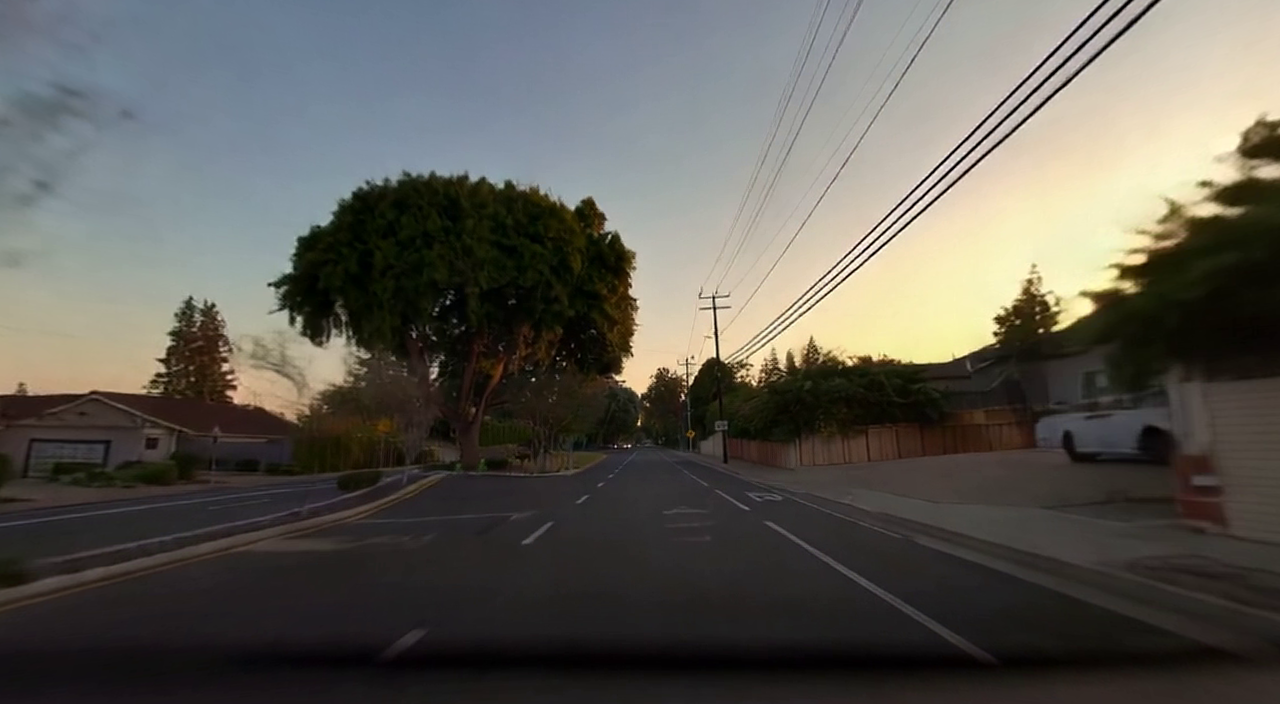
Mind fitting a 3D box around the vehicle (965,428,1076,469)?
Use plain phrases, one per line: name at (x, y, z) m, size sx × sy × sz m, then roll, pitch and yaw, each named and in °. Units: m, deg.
vehicle at (18.543, 4.689, 30.822) m, size 4.229 × 1.911 × 2.134 m, roll 2°, pitch -8°, yaw -13°
